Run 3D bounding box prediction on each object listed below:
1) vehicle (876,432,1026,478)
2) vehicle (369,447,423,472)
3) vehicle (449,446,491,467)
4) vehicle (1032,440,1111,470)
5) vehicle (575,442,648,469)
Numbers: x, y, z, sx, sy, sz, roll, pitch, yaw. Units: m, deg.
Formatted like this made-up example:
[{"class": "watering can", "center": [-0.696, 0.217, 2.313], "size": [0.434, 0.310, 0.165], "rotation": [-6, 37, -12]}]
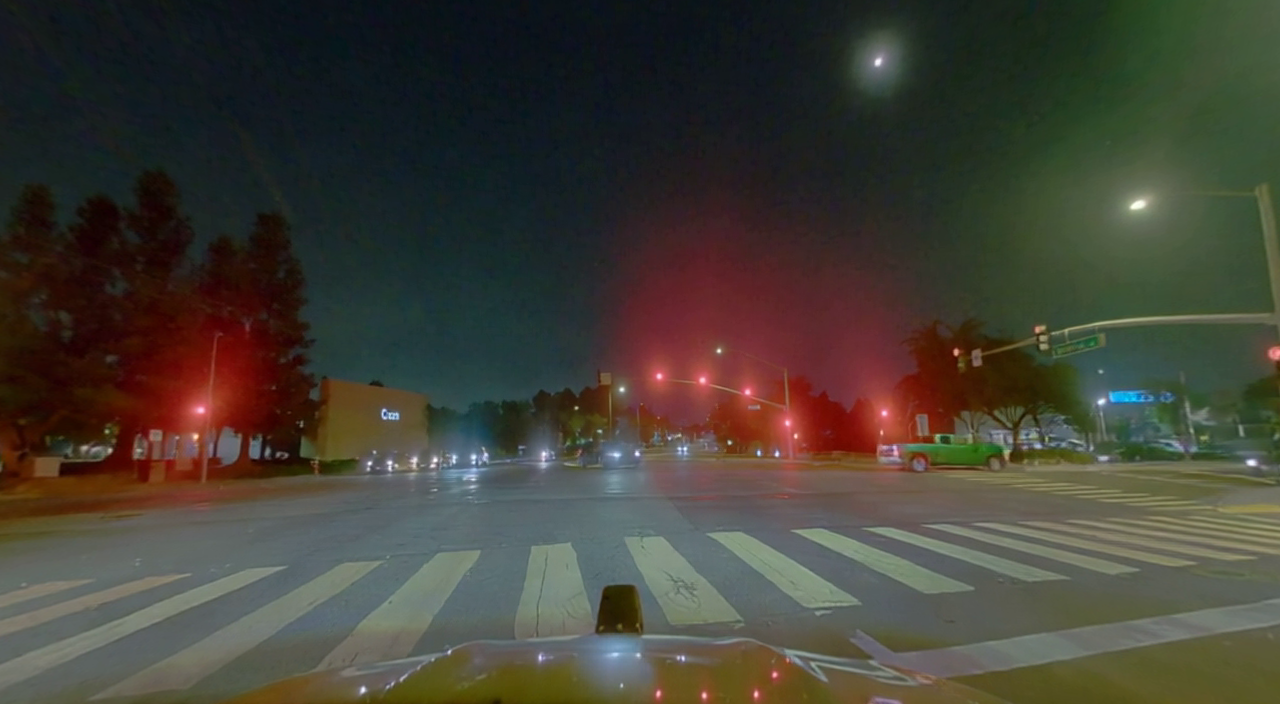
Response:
[{"class": "vehicle", "center": [14.037, 4.664, 28.723], "size": [5.667, 1.927, 2.289], "rotation": [1, -9, -7]}, {"class": "vehicle", "center": [-16.249, 7.146, 42.250], "size": [1.883, 1.586, 4.297], "rotation": [0, -9, 0]}, {"class": "vehicle", "center": [-12.608, 7.762, 47.081], "size": [1.946, 1.474, 4.008], "rotation": [0, -9, 0]}, {"class": "vehicle", "center": [26.361, 6.272, 38.574], "size": [4.541, 1.731, 2.007], "rotation": [5, -10, -28]}, {"class": "vehicle", "center": [-1.700, 5.946, 36.467], "size": [1.879, 1.464, 4.457], "rotation": [7, -11, -39]}]
